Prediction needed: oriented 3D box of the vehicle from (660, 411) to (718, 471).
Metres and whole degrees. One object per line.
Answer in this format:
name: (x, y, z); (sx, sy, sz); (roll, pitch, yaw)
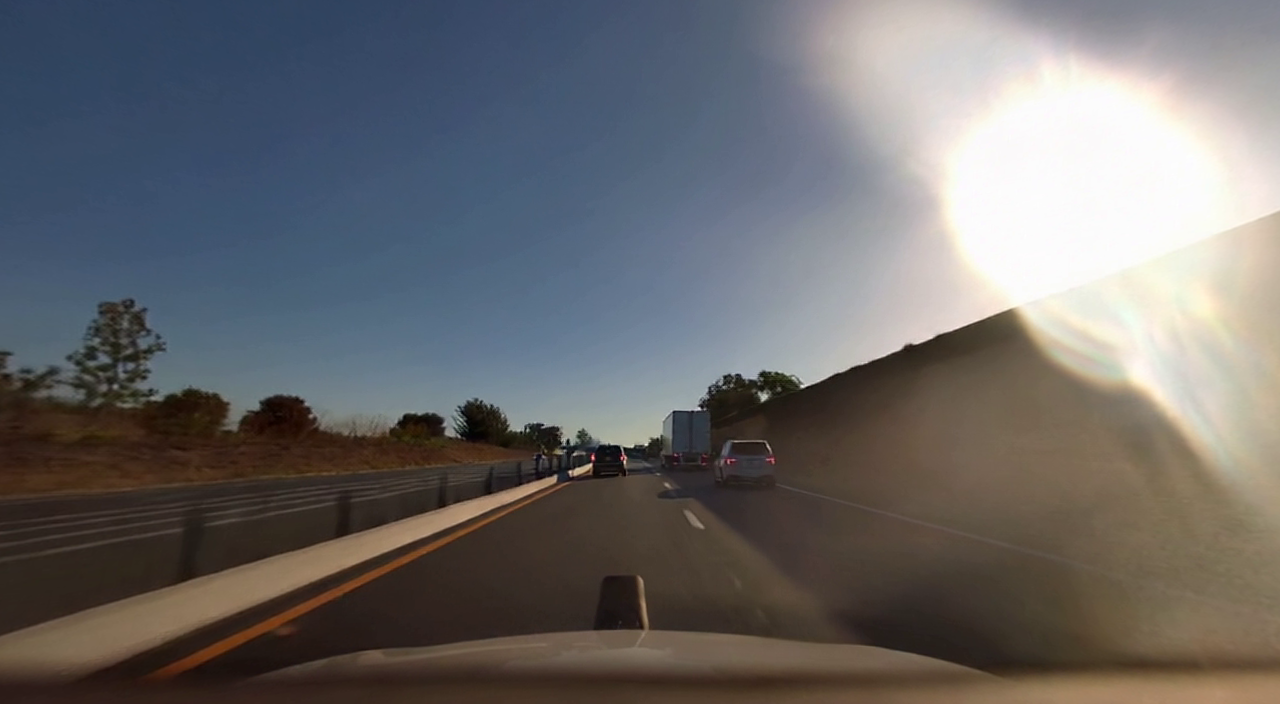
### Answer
vehicle: (3.403, 6.680, 46.537); (3.143, 3.880, 10.117); (0, -9, -2)

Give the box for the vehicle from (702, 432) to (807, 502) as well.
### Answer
vehicle: (3.111, 3.244, 18.012); (2.230, 1.715, 4.243); (0, -9, 0)

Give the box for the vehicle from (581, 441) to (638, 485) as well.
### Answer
vehicle: (-1.170, 4.637, 26.446); (2.181, 1.653, 4.691); (0, -9, 0)
